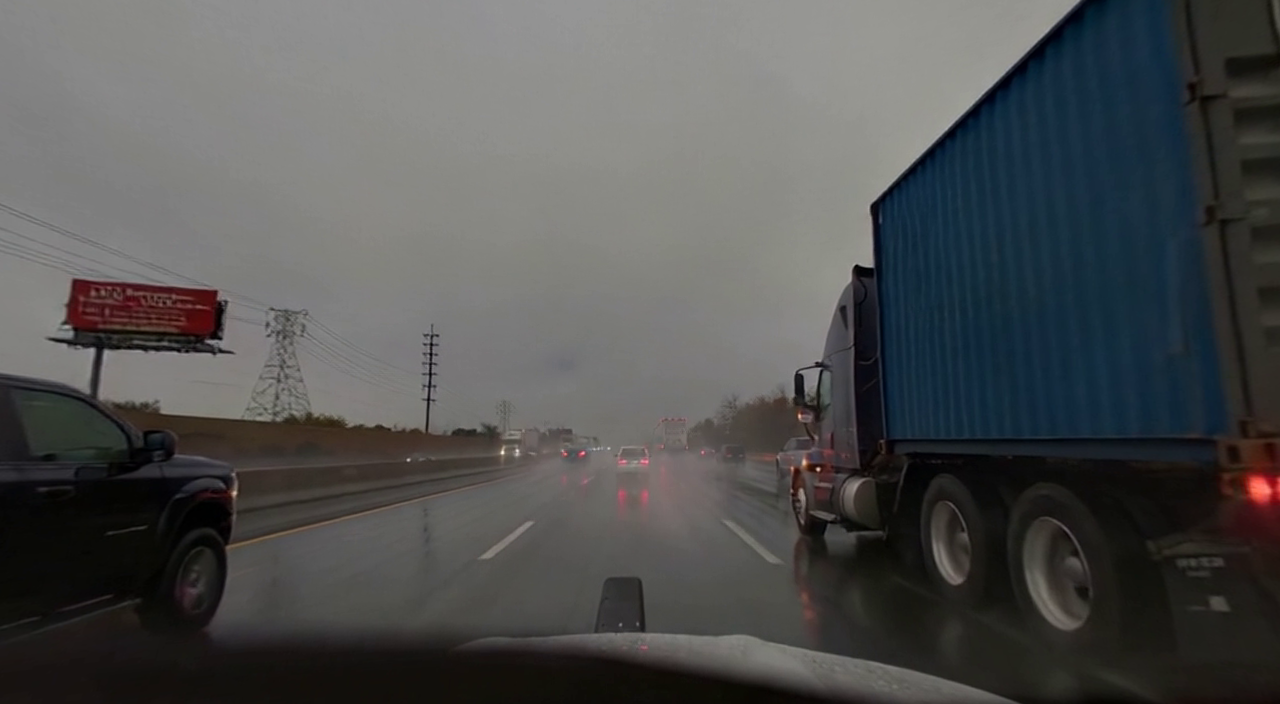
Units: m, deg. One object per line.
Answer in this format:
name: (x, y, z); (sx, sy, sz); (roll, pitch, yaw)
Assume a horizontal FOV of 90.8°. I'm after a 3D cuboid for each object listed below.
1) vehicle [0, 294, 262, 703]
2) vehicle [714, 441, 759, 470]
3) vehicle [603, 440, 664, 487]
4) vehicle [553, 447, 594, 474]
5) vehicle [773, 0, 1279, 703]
vehicle: (-4.225, 0.598, 1.961); (2.323, 2.046, 6.006); (0, -9, 1)
vehicle: (6.956, 7.542, 46.246); (2.302, 1.973, 5.502); (0, -9, -1)
vehicle: (-0.240, 4.344, 24.957); (2.191, 1.685, 4.015); (0, -9, 0)
vehicle: (-3.957, 6.544, 38.272); (2.025, 1.498, 4.675); (0, -9, 0)
vehicle: (3.444, 0.145, 4.537); (3.013, 3.940, 7.933); (0, -9, -1)
